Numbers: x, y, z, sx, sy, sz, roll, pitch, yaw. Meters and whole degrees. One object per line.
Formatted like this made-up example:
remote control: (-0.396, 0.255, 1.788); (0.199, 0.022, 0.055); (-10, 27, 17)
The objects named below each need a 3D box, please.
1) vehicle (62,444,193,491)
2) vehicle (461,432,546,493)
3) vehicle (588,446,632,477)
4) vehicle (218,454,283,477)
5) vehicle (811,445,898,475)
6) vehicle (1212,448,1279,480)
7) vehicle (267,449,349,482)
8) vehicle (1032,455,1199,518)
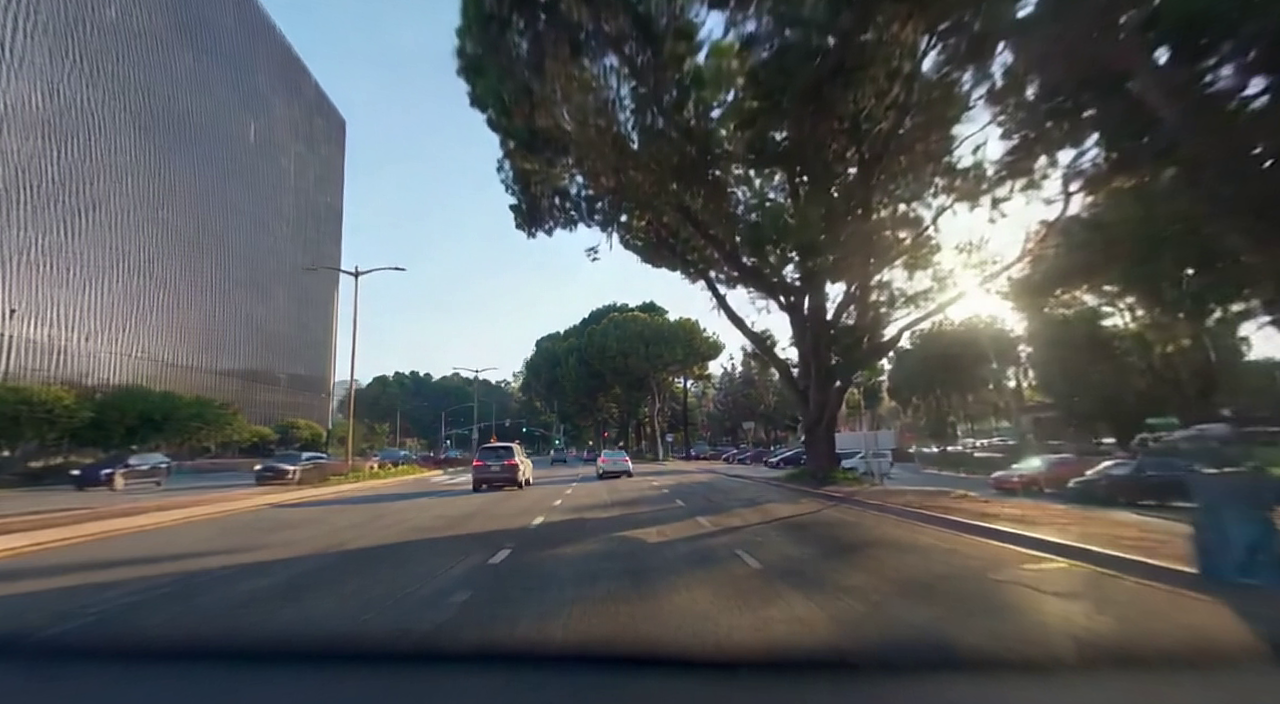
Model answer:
vehicle: (-22.892, 5.139, 28.560); (2.111, 1.874, 4.888); (0, -8, -5)
vehicle: (-4.413, 3.635, 21.179); (2.001, 1.784, 4.483); (0, -8, -2)
vehicle: (-1.527, 5.364, 31.163); (2.050, 1.385, 4.096); (0, -8, -4)
vehicle: (-26.688, 7.781, 43.473); (1.840, 1.430, 4.736); (0, -8, -5)
vehicle: (12.269, 6.192, 36.340); (4.264, 1.566, 1.854); (-2, -9, 1)
vehicle: (32.870, 5.833, 33.036); (1.864, 1.461, 4.266); (-1, -7, -1)
vehicle: (-15.758, 5.385, 30.287); (1.818, 1.379, 4.350); (0, -8, -4)
vehicle: (14.892, 4.187, 20.162); (1.893, 1.646, 4.288); (-1, -8, 0)
